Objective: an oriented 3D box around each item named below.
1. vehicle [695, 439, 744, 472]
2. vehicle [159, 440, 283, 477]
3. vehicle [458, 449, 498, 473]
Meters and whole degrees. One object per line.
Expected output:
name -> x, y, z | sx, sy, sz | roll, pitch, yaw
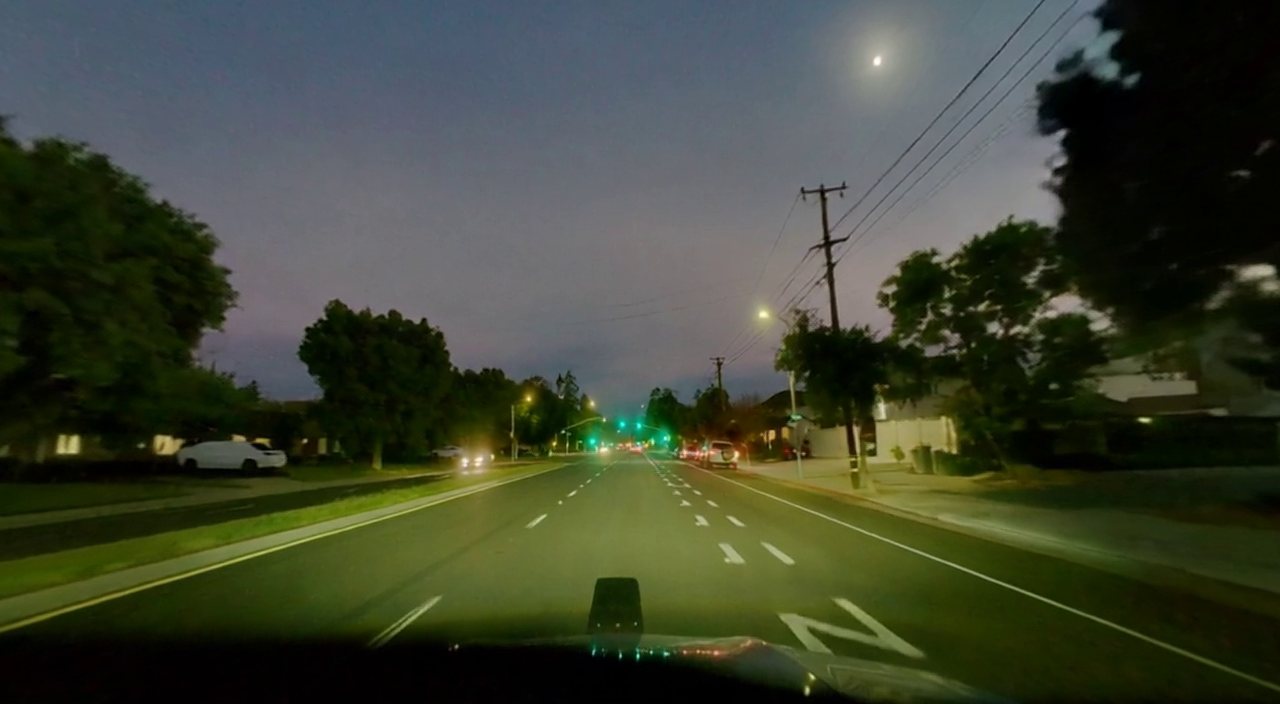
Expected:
vehicle -> 4.649, 6.162, 37.800 | 2.180, 1.782, 4.790 | 0, -8, -2
vehicle -> -21.193, 5.393, 32.110 | 4.853, 1.754, 2.095 | -1, -8, 3
vehicle -> -12.444, 8.368, 48.857 | 1.939, 1.537, 4.197 | -3, -7, 0
